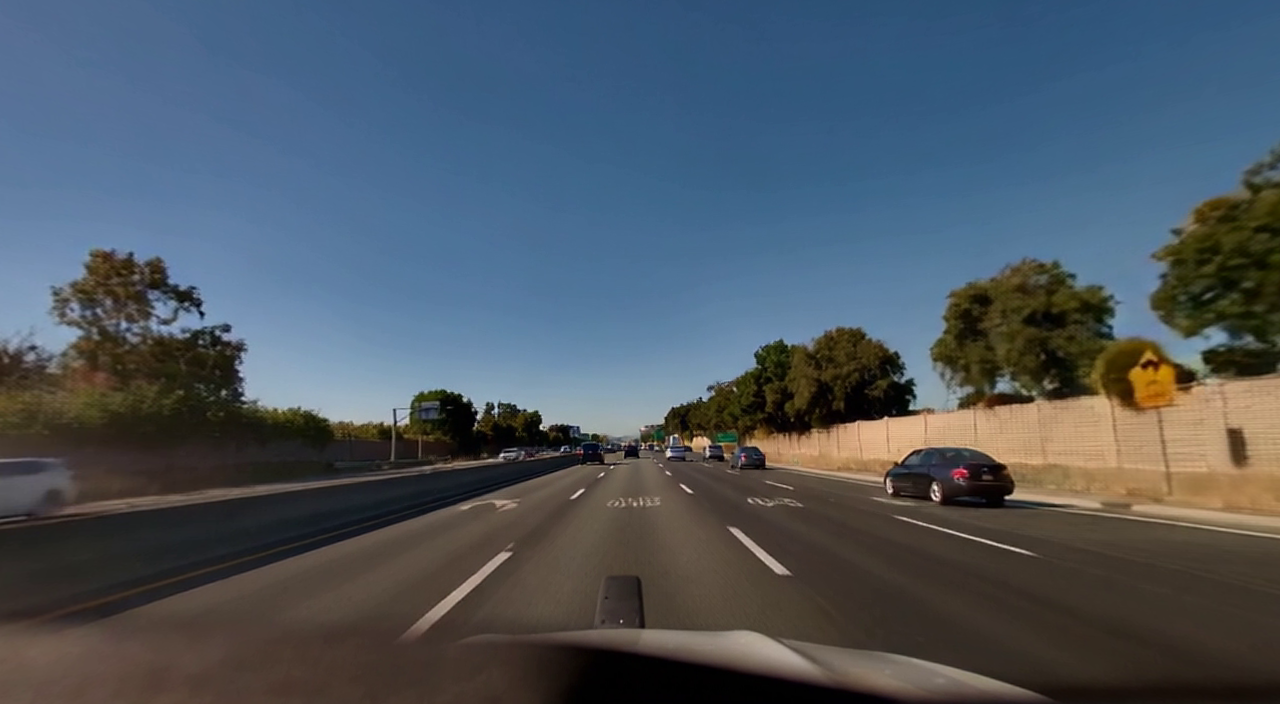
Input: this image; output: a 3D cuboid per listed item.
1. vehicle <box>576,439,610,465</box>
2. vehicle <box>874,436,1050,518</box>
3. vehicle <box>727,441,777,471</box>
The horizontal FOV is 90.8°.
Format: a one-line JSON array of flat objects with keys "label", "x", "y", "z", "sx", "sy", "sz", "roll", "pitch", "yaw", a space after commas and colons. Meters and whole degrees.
[{"label": "vehicle", "x": -3.489, "y": 7.570, "z": 47.907, "sx": 2.230, "sy": 1.827, "sz": 4.406, "roll": 0, "pitch": -8, "yaw": 0}, {"label": "vehicle", "x": 6.766, "y": 2.627, "z": 13.795, "sx": 1.838, "sy": 1.518, "sz": 3.713, "roll": 0, "pitch": -8, "yaw": 0}, {"label": "vehicle", "x": 6.376, "y": 5.979, "z": 36.543, "sx": 1.987, "sy": 1.597, "sz": 4.463, "roll": 0, "pitch": -8, "yaw": -1}]
